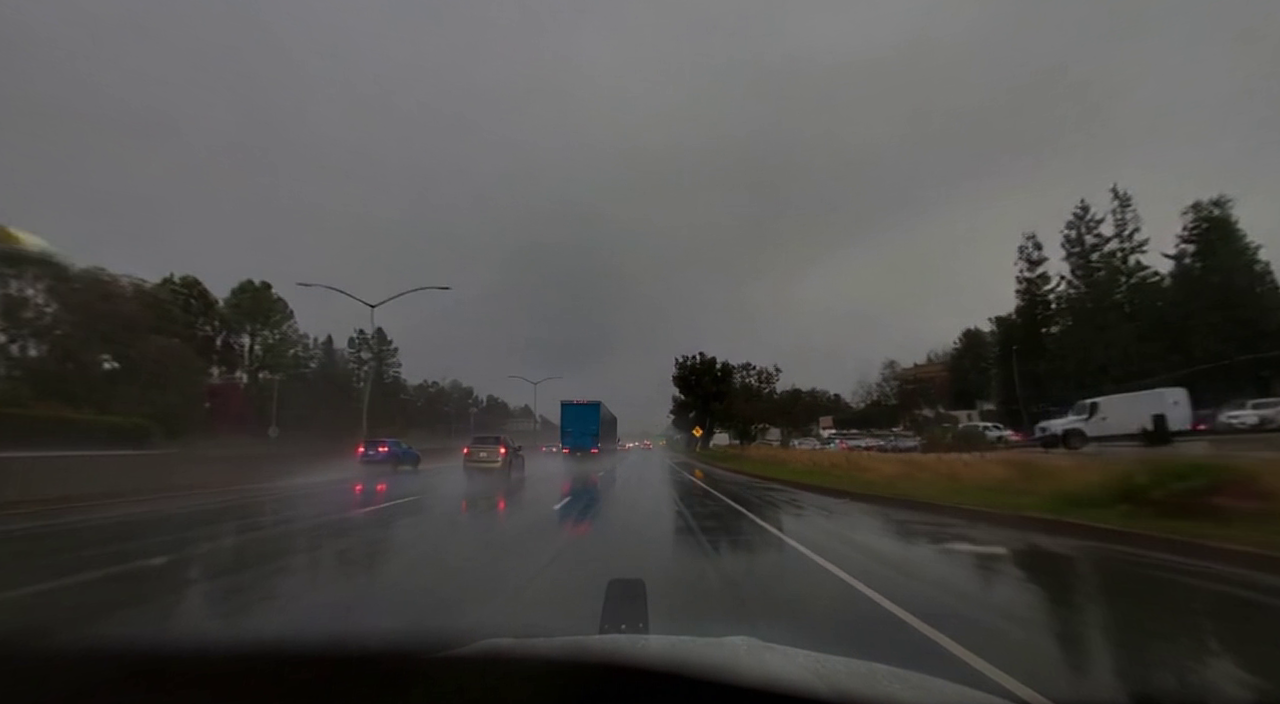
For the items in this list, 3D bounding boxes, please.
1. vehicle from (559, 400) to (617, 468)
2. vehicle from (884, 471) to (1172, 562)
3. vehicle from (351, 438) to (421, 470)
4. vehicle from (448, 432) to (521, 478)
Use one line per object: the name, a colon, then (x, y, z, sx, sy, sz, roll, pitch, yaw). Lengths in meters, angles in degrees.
vehicle: (-3.361, 5.854, 44.266, 2.905, 4.037, 12.921, 0, -8, 0)
vehicle: (5.452, 2.345, 9.451, 2.295, 0.969, 3.132, 0, -8, -1)
vehicle: (-14.167, 5.695, 35.463, 1.997, 1.695, 4.492, 0, -8, 1)
vehicle: (-6.719, 4.505, 27.802, 2.058, 1.840, 4.443, 0, -8, 0)
